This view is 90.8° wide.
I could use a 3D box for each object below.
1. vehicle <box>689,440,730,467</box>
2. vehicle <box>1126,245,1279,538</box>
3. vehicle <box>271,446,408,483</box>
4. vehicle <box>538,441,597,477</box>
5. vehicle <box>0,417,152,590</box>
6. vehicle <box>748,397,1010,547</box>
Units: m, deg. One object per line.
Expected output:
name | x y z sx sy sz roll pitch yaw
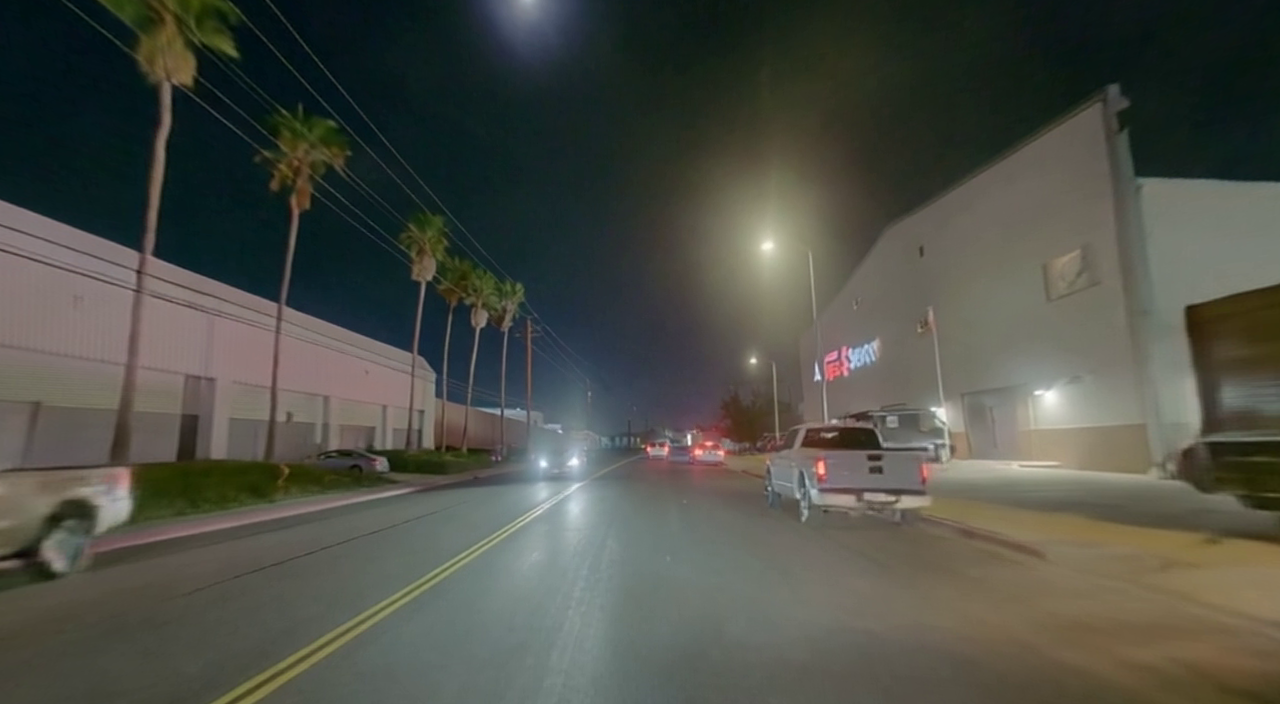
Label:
vehicle | 4.451 6.544 41.029 2.111 1.611 4.576 0 -8 0
vehicle | 8.156 0.191 5.166 2.993 3.033 6.781 -1 -8 2
vehicle | -13.683 5.138 28.977 5.187 1.563 2.095 0 -8 1
vehicle | -3.242 4.877 29.138 2.033 1.492 4.477 -1 -8 2
vehicle | -7.939 1.585 6.199 2.105 1.836 5.338 -3 -9 -1
vehicle | 3.699 2.043 11.507 2.345 1.969 6.070 0 -8 -1
